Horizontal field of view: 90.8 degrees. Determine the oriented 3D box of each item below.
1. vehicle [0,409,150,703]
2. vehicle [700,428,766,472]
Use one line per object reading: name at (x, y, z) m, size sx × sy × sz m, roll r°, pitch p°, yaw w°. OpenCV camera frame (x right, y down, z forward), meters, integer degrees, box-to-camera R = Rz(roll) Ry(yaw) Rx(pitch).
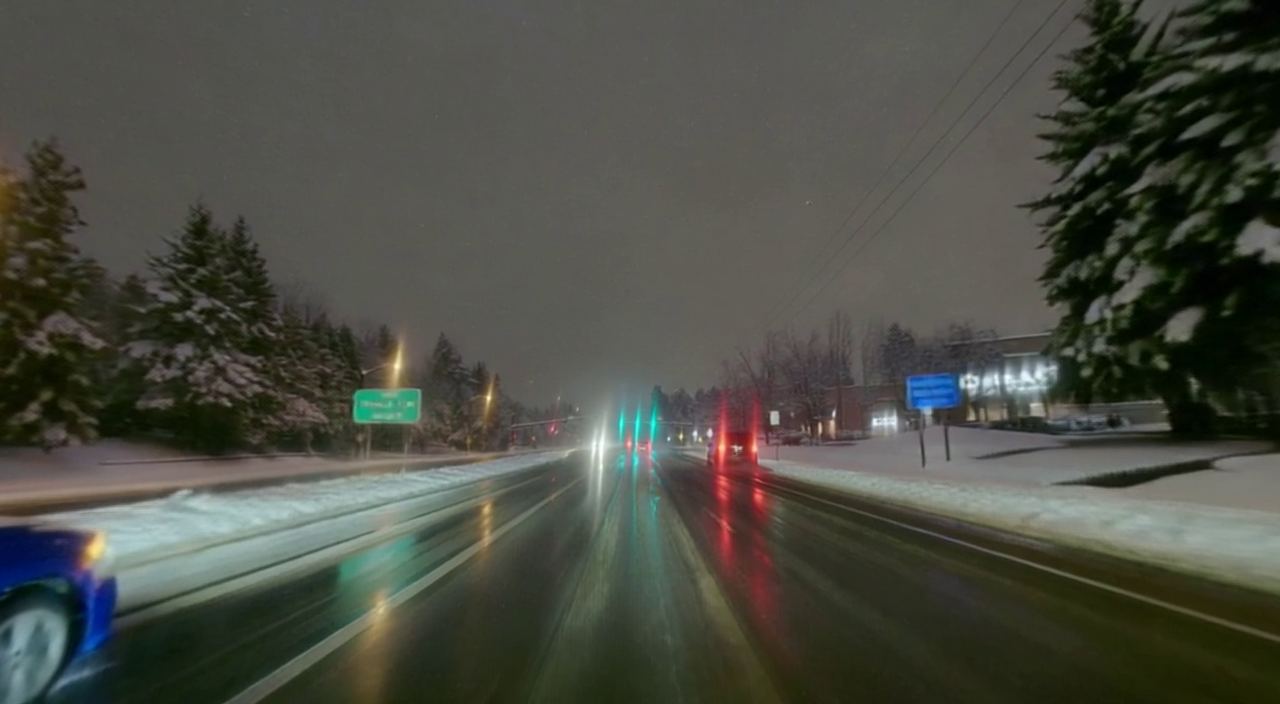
vehicle at (-3.920, 0.809, 1.521) m, size 2.017 × 1.470 × 4.293 m, roll 0°, pitch -8°, yaw 0°
vehicle at (4.568, 4.926, 32.042) m, size 2.476 × 2.016 × 5.586 m, roll 0°, pitch -8°, yaw 0°
